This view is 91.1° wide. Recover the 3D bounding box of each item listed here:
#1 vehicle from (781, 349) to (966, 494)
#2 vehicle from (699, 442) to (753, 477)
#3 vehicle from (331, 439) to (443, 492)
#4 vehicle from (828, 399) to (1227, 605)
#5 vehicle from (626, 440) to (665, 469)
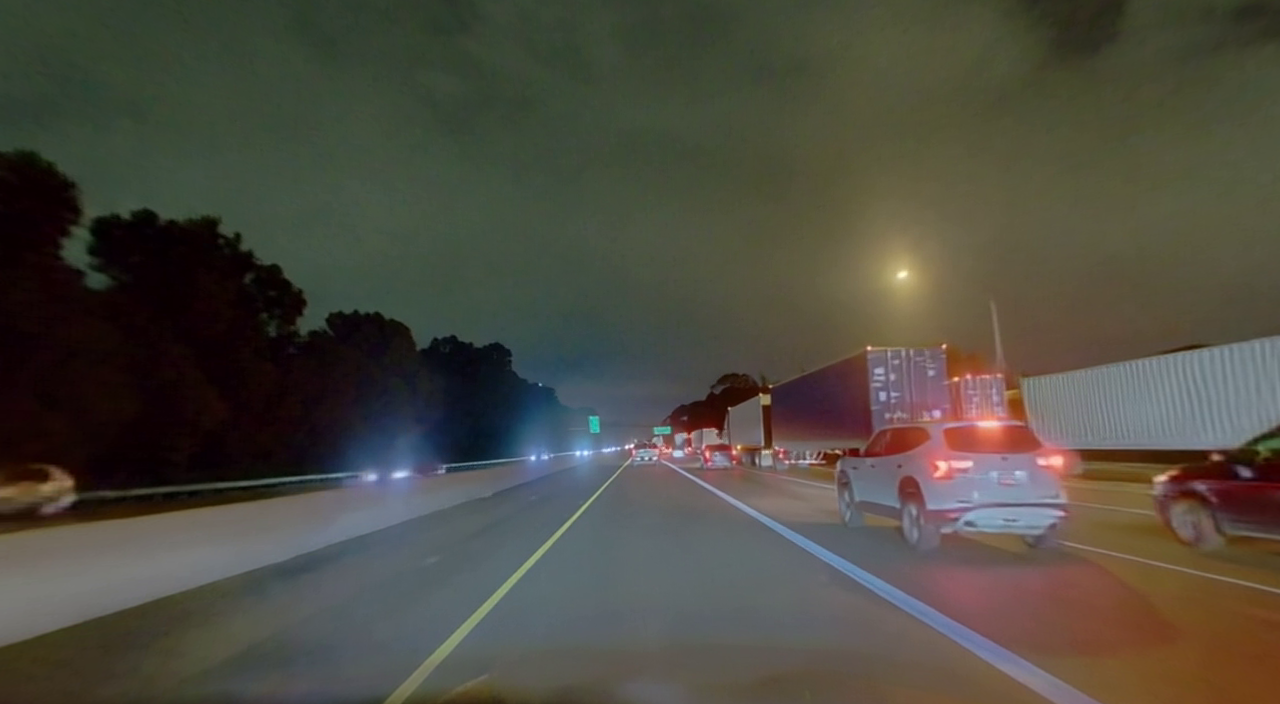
[{"bbox_3d":[7.491,2.573,22.033,2.784,4.002,9.298,0,-8,0],"label":"vehicle"},{"bbox_3d":[3.938,5.006,29.550,1.888,1.501,4.608,0,-8,0],"label":"vehicle"},{"bbox_3d":[-9.556,4.286,24.229,2.273,1.821,4.811,0,-8,1],"label":"vehicle"},{"bbox_3d":[3.849,1.540,7.347,1.972,1.693,4.139,0,-8,-1],"label":"vehicle"},{"bbox_3d":[0.357,6.482,40.084,2.313,1.736,4.215,0,-8,1],"label":"vehicle"}]
